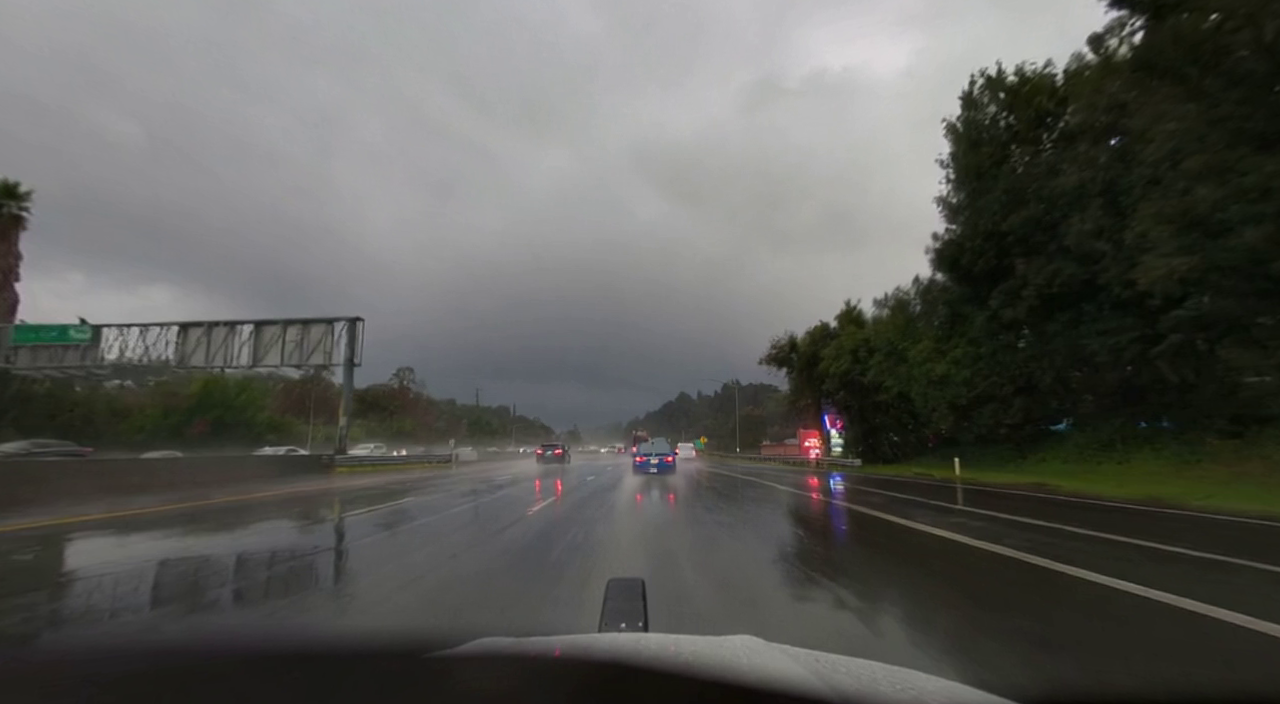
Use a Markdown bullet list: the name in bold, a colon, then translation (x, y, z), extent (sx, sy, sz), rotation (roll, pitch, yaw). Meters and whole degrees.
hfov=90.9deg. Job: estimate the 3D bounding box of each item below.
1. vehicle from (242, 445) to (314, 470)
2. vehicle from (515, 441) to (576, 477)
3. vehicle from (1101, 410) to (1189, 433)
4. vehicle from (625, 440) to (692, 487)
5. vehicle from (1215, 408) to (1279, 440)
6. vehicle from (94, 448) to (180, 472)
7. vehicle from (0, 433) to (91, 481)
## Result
- **vehicle**: translation (-22.191, 6.447, 38.849), extent (1.860, 1.443, 4.337), rotation (0, -8, 0)
- **vehicle**: translation (-4.241, 4.886, 29.033), extent (2.047, 1.497, 4.208), rotation (0, -8, 2)
- **vehicle**: translation (35.460, 4.930, 44.354), extent (1.781, 1.456, 4.462), rotation (7, -11, -38)
- **vehicle**: translation (0.613, 3.817, 21.960), extent (2.113, 1.464, 4.073), rotation (0, -8, 1)
- **vehicle**: translation (30.271, 3.438, 29.908), extent (4.068, 1.458, 1.841), rotation (0, -8, 2)
- **vehicle**: translation (-32.923, 7.070, 41.491), extent (1.821, 1.452, 4.627), rotation (0, -8, 0)
- **vehicle**: translation (-21.586, 3.533, 21.343), extent (1.906, 1.514, 4.469), rotation (0, -8, 1)
